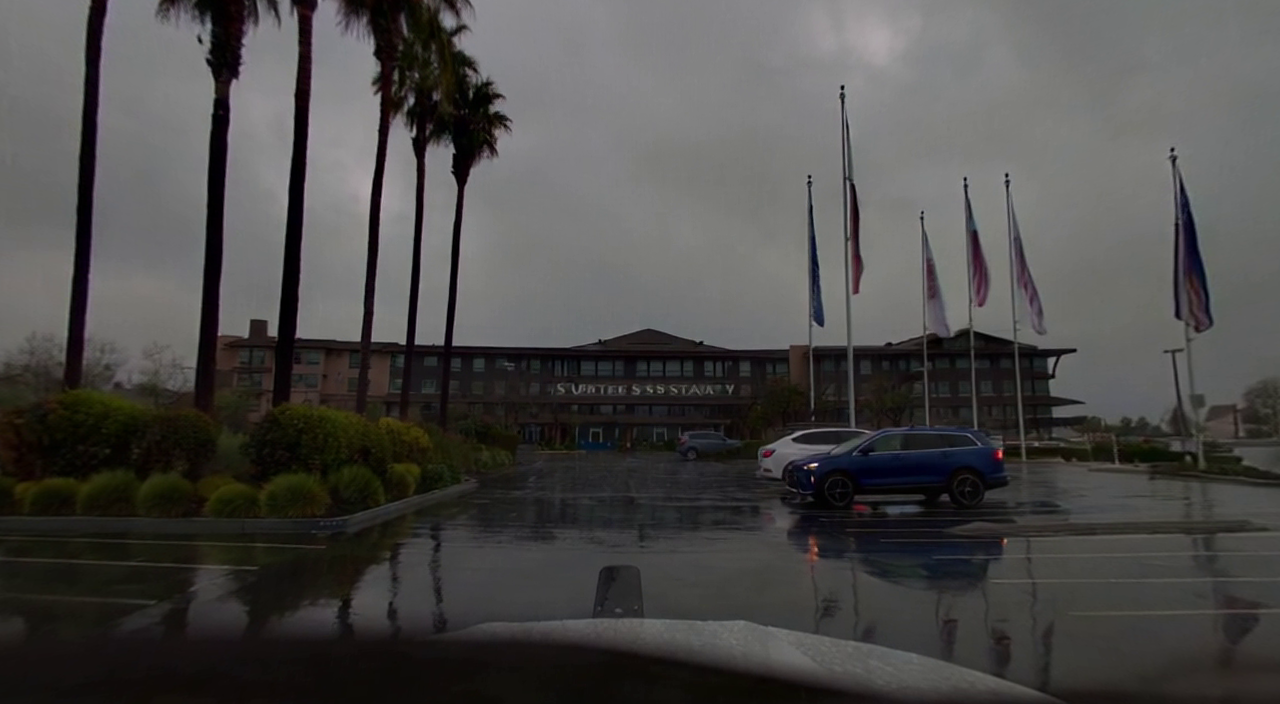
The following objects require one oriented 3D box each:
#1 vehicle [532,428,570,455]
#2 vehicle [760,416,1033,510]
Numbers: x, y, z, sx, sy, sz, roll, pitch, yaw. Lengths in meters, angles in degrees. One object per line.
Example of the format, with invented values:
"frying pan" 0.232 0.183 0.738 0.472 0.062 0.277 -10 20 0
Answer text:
"vehicle" -6.503 6.609 46.295 1.943 1.890 4.472 -1 -9 3
"vehicle" 4.885 2.180 12.565 4.567 1.723 1.926 0 -8 0
